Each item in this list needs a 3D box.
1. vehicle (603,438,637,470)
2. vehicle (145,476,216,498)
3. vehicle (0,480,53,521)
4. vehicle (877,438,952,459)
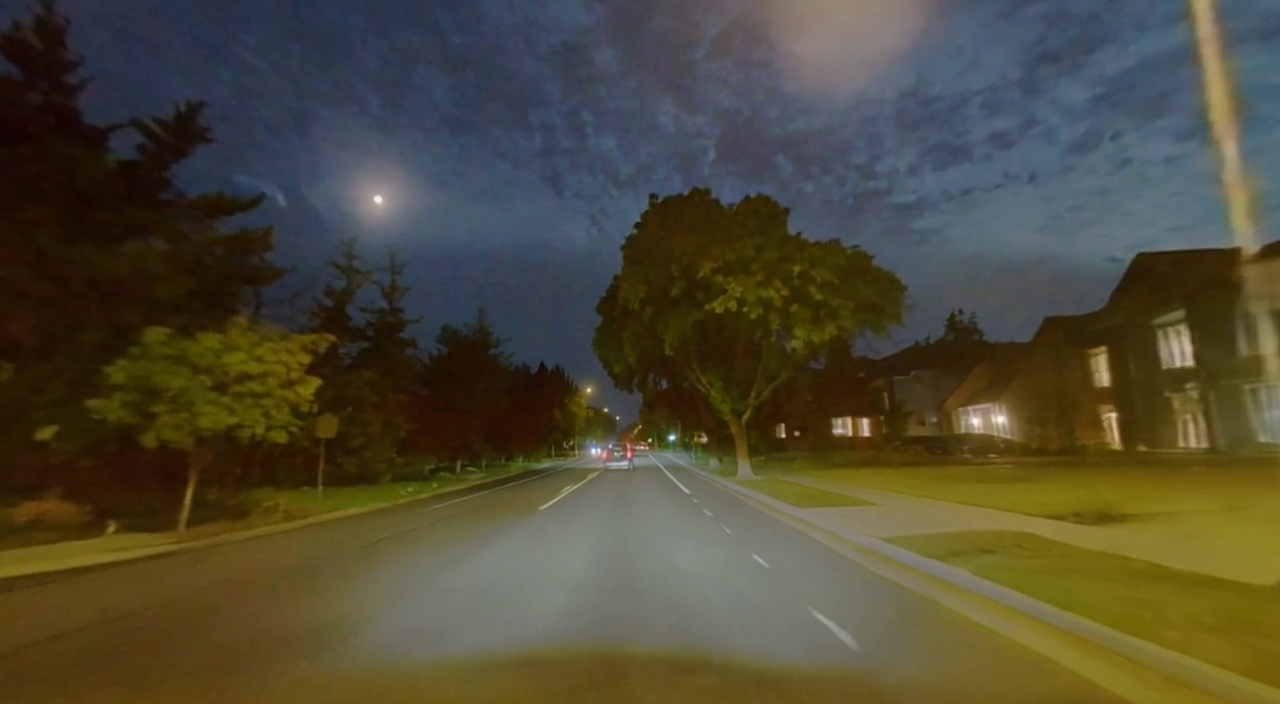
[{"bbox_3d":[-1.334,6.974,43.384,2.210,2.023,4.663,0,-9,-1],"label":"vehicle"},{"bbox_3d":[-31.005,9.126,42.693,3.502,1.310,1.729,-1,-8,5],"label":"vehicle"},{"bbox_3d":[-29.994,6.935,29.683,1.926,1.552,4.355,4,-9,-22],"label":"vehicle"},{"bbox_3d":[14.486,5.144,33.627,1.987,1.039,4.499,0,-9,0],"label":"vehicle"}]
